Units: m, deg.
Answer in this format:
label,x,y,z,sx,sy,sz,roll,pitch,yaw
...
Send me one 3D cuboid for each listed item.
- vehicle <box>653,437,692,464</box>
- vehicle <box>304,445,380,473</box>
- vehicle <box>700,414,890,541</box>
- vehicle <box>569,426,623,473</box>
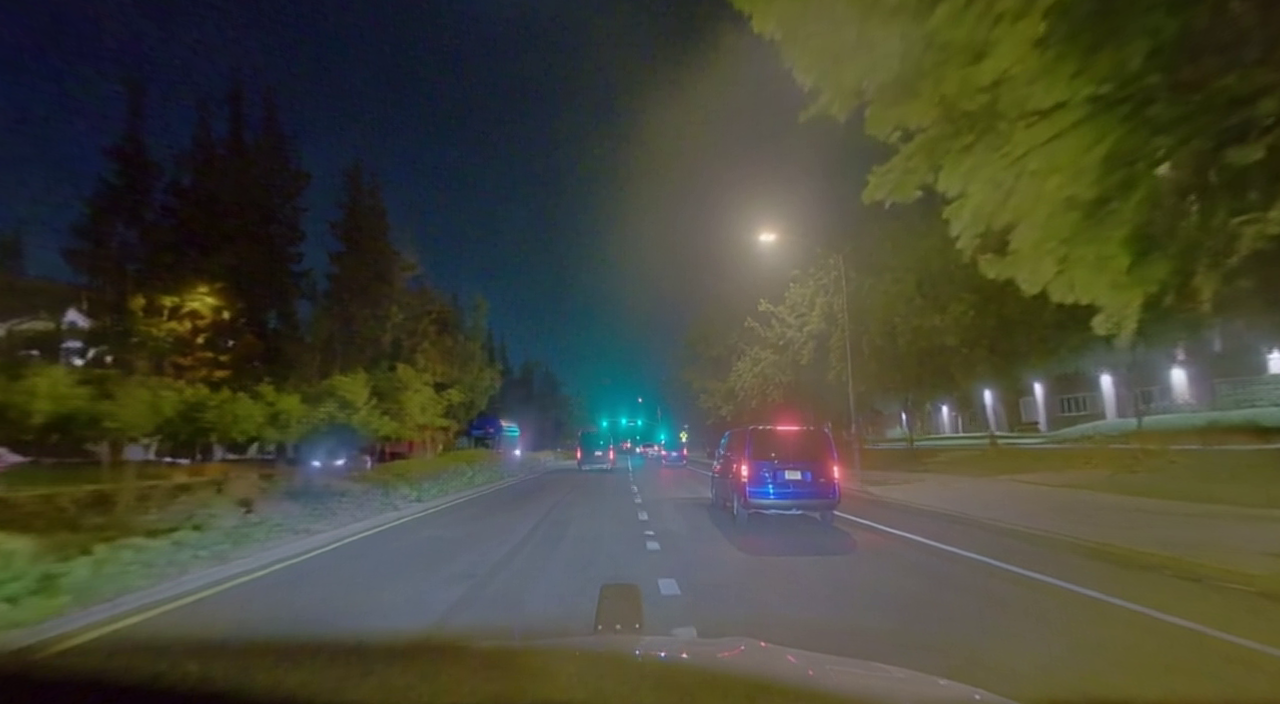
label,x,y,z,sx,sy,sz,roll,pitch,yaw
vehicle,2.093,6.574,42.290,2.248,1.692,4.252,0,-8,-2
vehicle,-16.821,6.030,35.926,2.139,1.493,4.521,0,-8,0
vehicle,2.265,1.977,10.538,1.965,1.671,4.146,0,-8,-2
vehicle,-2.026,4.666,30.424,2.228,2.054,4.309,0,-8,0
